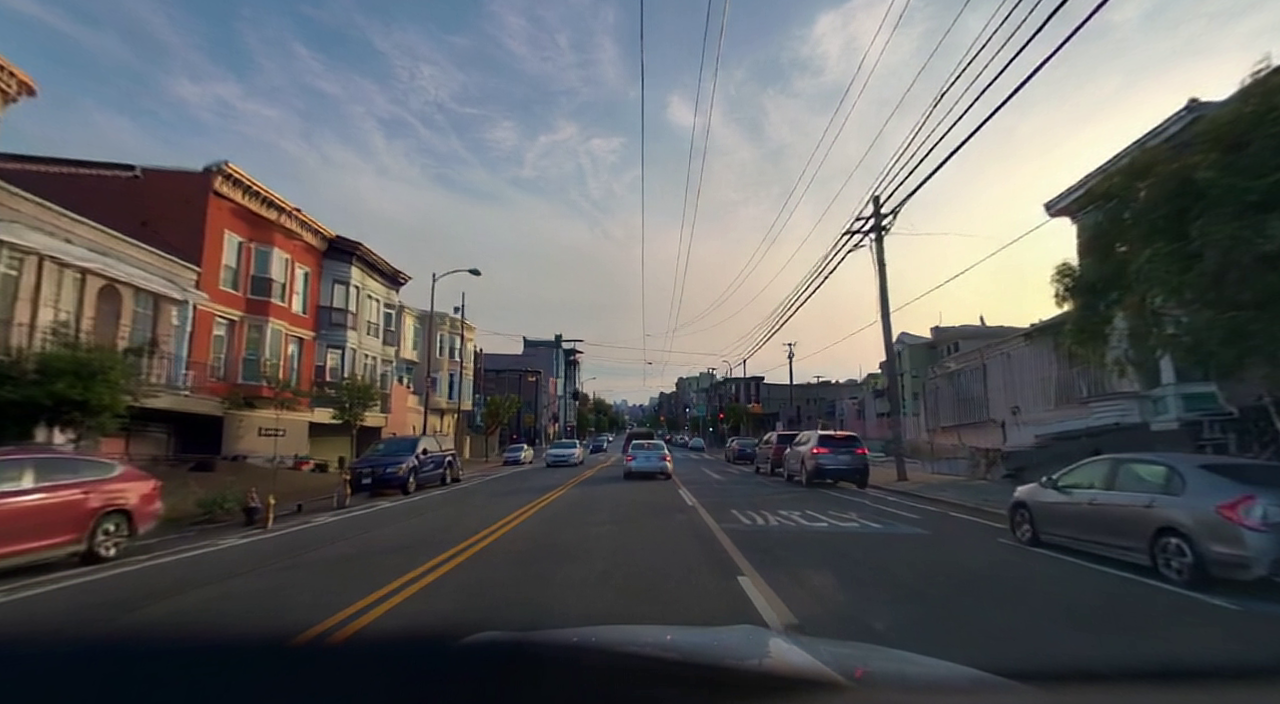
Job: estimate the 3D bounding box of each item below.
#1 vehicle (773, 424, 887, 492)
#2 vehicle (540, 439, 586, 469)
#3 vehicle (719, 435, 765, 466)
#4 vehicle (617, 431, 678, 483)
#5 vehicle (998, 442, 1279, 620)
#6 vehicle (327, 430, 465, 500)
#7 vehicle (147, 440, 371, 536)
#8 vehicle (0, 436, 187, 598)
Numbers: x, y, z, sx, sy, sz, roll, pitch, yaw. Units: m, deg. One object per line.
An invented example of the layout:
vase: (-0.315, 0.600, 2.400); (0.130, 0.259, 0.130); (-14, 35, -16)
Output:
vehicle: (6.445, 3.691, 22.370); (2.203, 2.052, 5.975); (0, -8, 0)
vehicle: (-4.160, 5.568, 34.663); (1.944, 1.515, 4.428); (0, -8, 0)
vehicle: (6.753, 6.611, 42.392); (2.197, 1.917, 5.637); (0, -8, 1)
vehicle: (0.288, 3.665, 22.233); (1.980, 1.635, 3.795); (0, -8, 1)
vehicle: (6.557, 1.908, 7.746); (1.842, 1.561, 4.084); (0, -8, -1)
vehicle: (-7.254, 3.377, 19.523); (2.095, 1.847, 5.290); (0, -8, 1)
vehicle: (-7.264, 2.564, 12.701); (1.928, 1.552, 4.234); (0, -8, -1)
vehicle: (-7.294, 1.658, 6.362); (1.884, 1.582, 4.837); (0, -7, 0)
